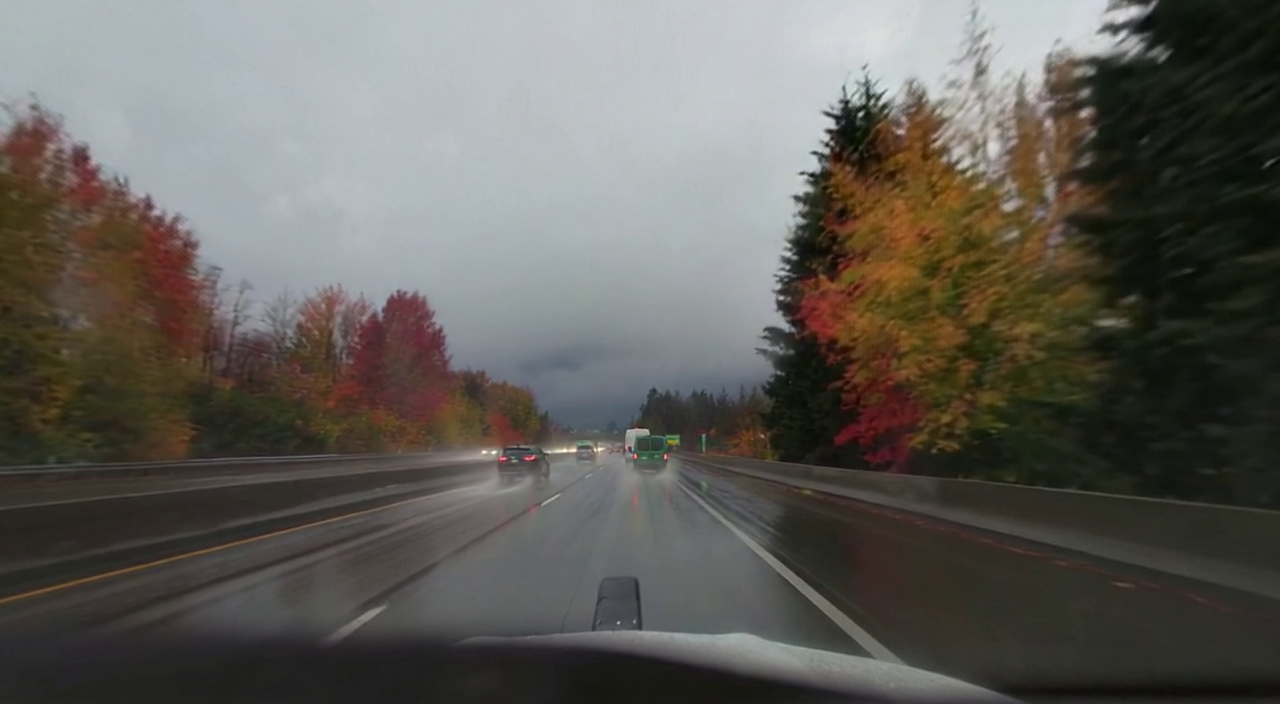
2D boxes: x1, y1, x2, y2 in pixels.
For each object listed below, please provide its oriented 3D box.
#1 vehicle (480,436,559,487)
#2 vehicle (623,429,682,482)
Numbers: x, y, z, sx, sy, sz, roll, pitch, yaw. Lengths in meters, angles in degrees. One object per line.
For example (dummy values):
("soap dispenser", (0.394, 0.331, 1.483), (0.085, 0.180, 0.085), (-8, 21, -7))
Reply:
("vehicle", (-4.349, 4.015, 23.275), (2.088, 1.688, 4.365), (0, -9, 0))
("vehicle", (0.425, 4.244, 25.821), (2.179, 1.930, 4.538), (0, -9, -1))
